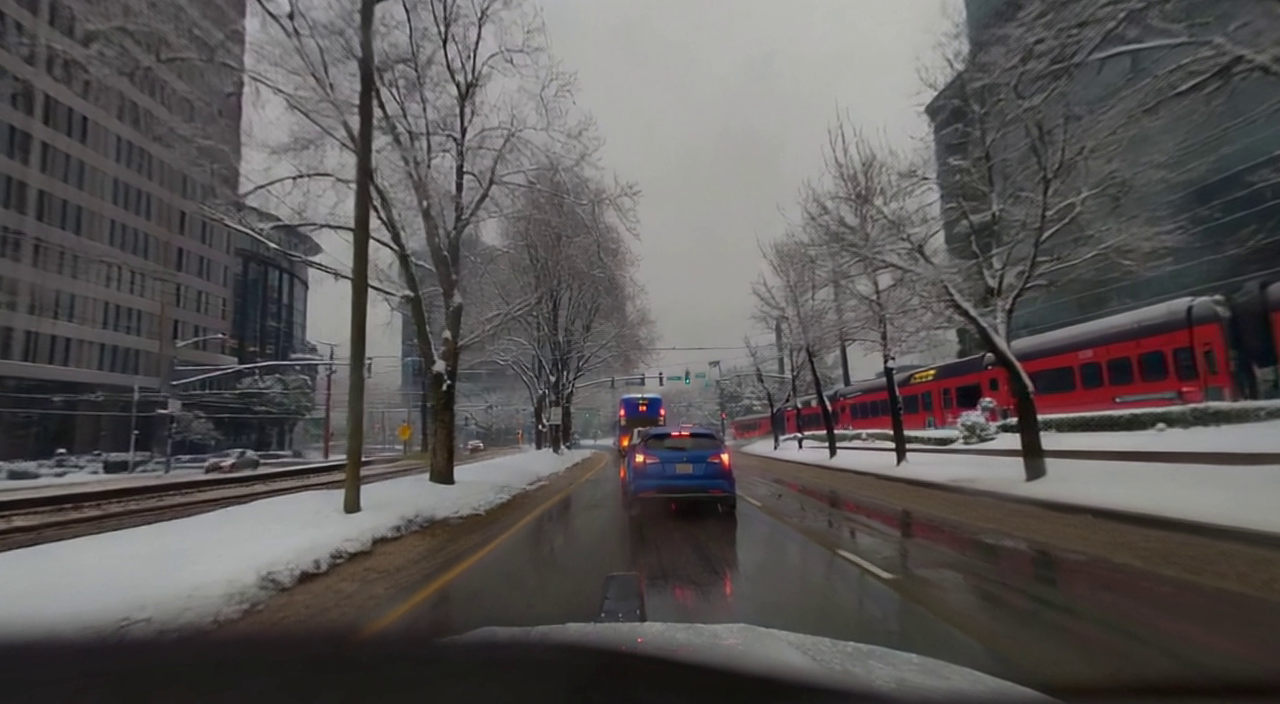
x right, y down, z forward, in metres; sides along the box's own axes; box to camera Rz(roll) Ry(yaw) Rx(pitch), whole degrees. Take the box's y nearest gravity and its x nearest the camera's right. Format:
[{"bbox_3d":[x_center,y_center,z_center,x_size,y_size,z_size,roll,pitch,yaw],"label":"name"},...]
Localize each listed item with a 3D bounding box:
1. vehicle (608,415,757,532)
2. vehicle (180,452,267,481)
[{"bbox_3d":[0.568,2.094,11.337,2.190,1.684,4.084,0,-9,-1],"label":"vehicle"},{"bbox_3d":[-23.223,6.365,35.371,1.900,1.465,4.781,0,-9,-4],"label":"vehicle"}]
